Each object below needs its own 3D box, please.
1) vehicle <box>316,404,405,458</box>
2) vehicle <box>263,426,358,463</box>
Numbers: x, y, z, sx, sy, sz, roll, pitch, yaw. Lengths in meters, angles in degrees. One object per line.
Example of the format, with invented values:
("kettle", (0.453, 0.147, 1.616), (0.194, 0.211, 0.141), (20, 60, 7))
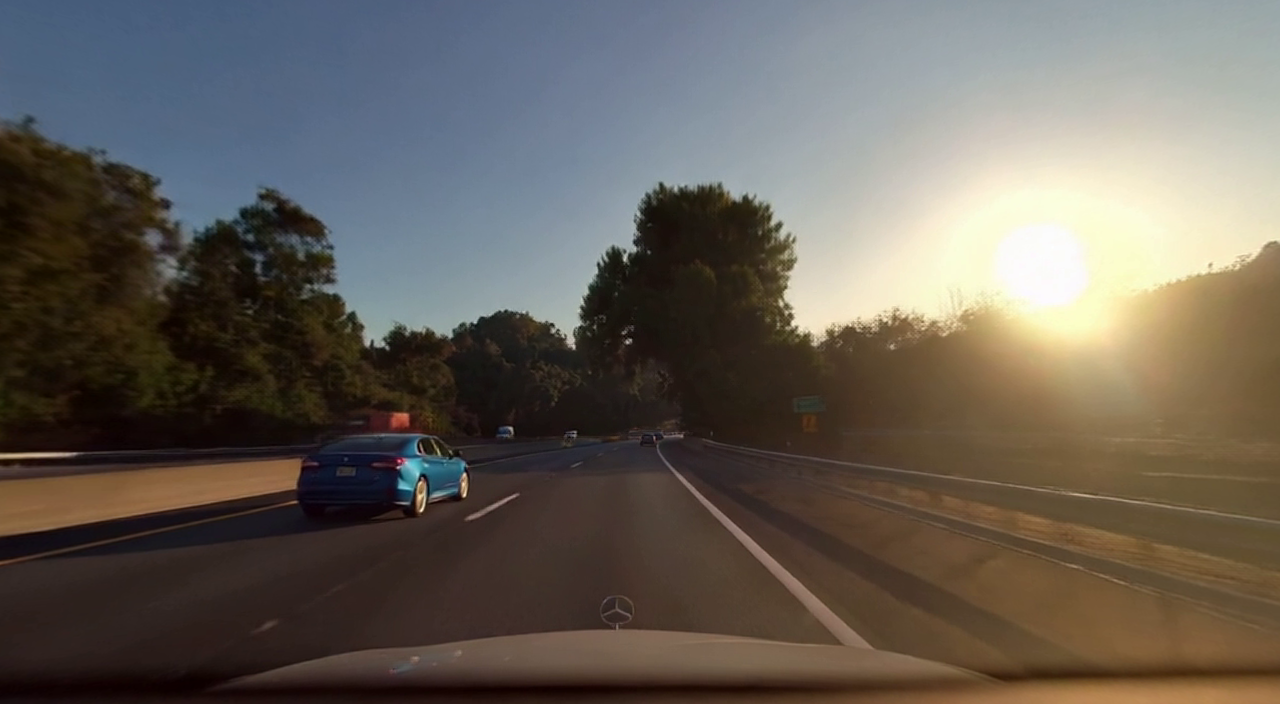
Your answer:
("vehicle", (-16.766, 4.824, 38.314), (2.504, 2.967, 5.931), (0, -7, 1))
("vehicle", (-16.834, 4.746, 32.586), (1.990, 1.748, 5.262), (0, -7, 1))
